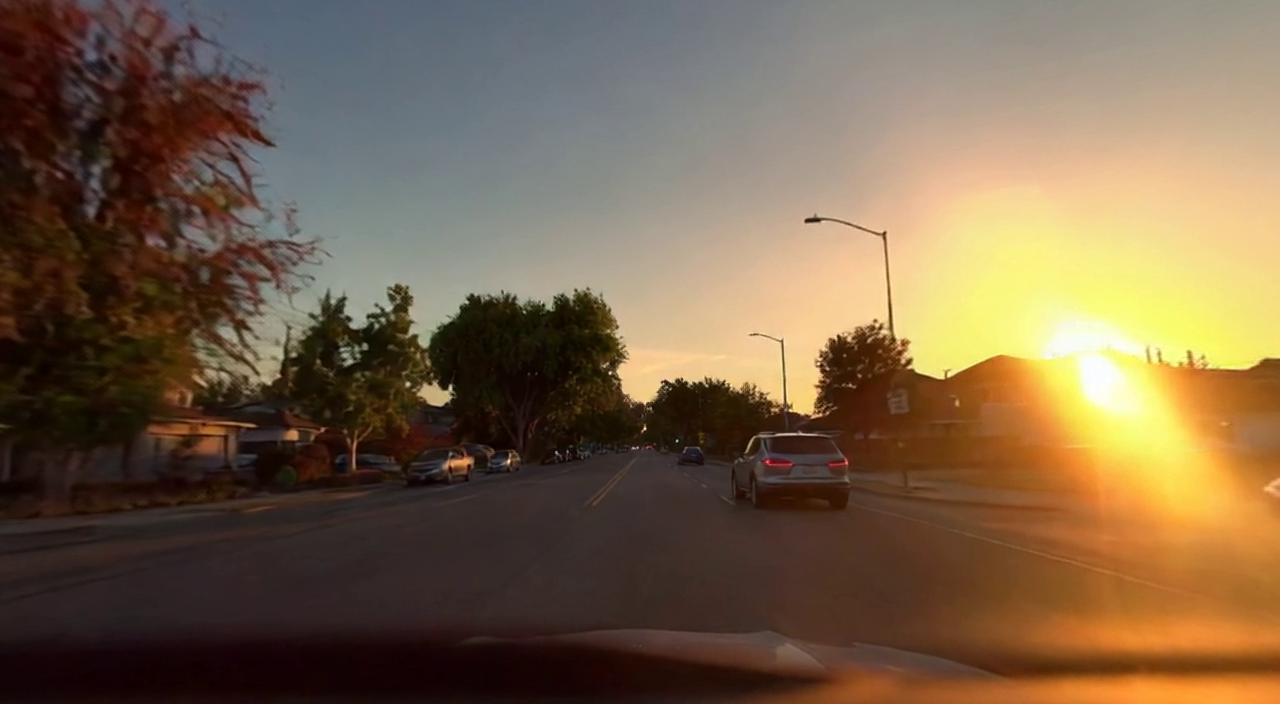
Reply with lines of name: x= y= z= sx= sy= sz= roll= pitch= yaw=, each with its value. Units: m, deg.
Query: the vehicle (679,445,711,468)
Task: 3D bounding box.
vehicle: x=3.740 y=7.223 z=43.569 sx=1.956 sy=1.492 sz=4.425 roll=0 pitch=-9 yaw=1

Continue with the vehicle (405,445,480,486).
vehicle: x=-10.359 y=5.990 z=33.638 sx=2.261 sy=1.851 sz=5.724 roll=-4 pitch=-9 yaw=-1

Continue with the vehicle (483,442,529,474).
vehicle: x=-10.118 y=8.069 z=48.041 sx=2.254 sy=2.127 sz=5.697 roll=-2 pitch=-9 yaw=0

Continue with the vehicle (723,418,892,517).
vehicle: x=3.619 y=2.676 z=15.156 sx=2.497 sy=1.889 sz=5.833 roll=0 pitch=-9 yaw=1

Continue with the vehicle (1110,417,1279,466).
vehicle: x=27.196 y=4.391 z=30.925 sx=6.155 sy=1.968 sz=2.431 roll=-3 pitch=-9 yaw=0

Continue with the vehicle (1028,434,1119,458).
vehicle: x=28.530 y=6.186 z=41.568 sx=4.578 sy=1.511 sz=1.857 roll=0 pitch=-9 yaw=0
